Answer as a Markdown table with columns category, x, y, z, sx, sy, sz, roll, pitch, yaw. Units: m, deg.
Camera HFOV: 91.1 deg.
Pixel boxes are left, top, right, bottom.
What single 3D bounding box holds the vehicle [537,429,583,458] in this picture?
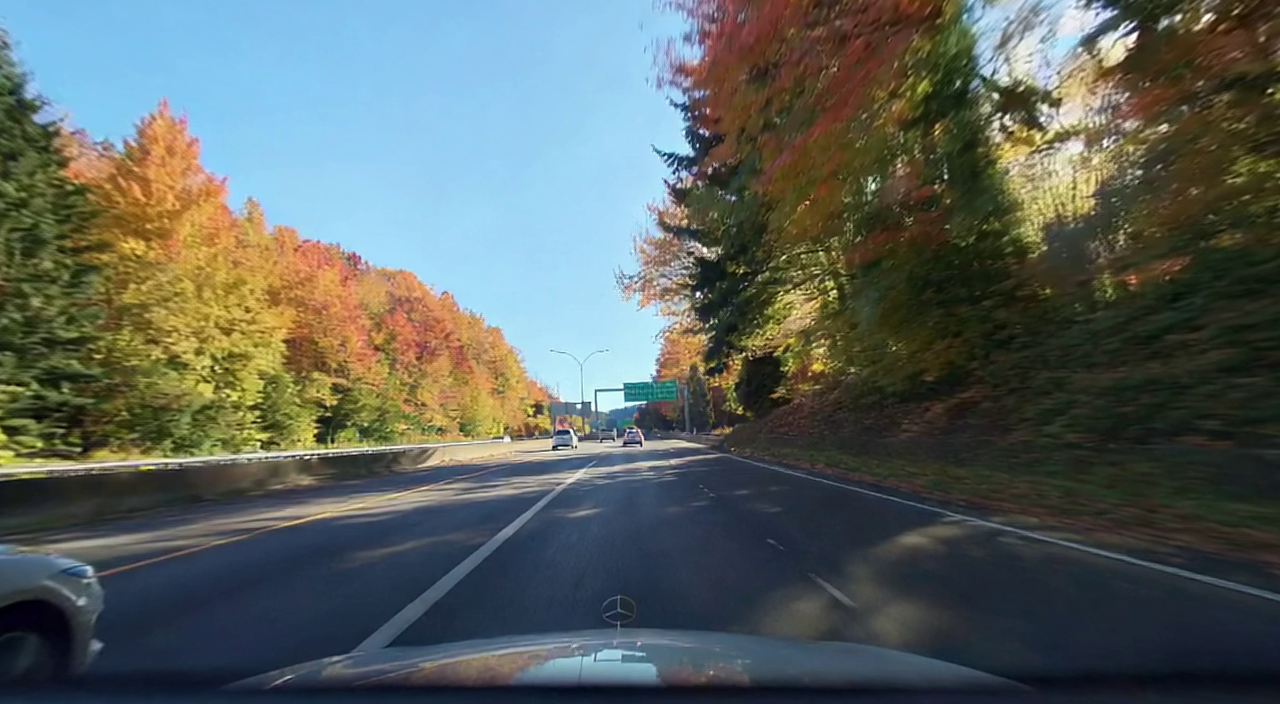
| category | x | y | z | sx | sy | sz | roll | pitch | yaw |
| --- | --- | --- | --- | --- | --- | --- | --- | --- | --- |
| vehicle | -4.402 | 5.131 | 35.292 | 2.071 | 1.524 | 4.398 | 0 | -8 | -1 |

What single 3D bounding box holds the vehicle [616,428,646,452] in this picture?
| category | x | y | z | sx | sy | sz | roll | pitch | yaw |
| --- | --- | --- | --- | --- | --- | --- | --- | --- | --- |
| vehicle | -0.673 | 6.257 | 44.904 | 2.054 | 1.609 | 3.859 | 0 | -8 | -1 |
